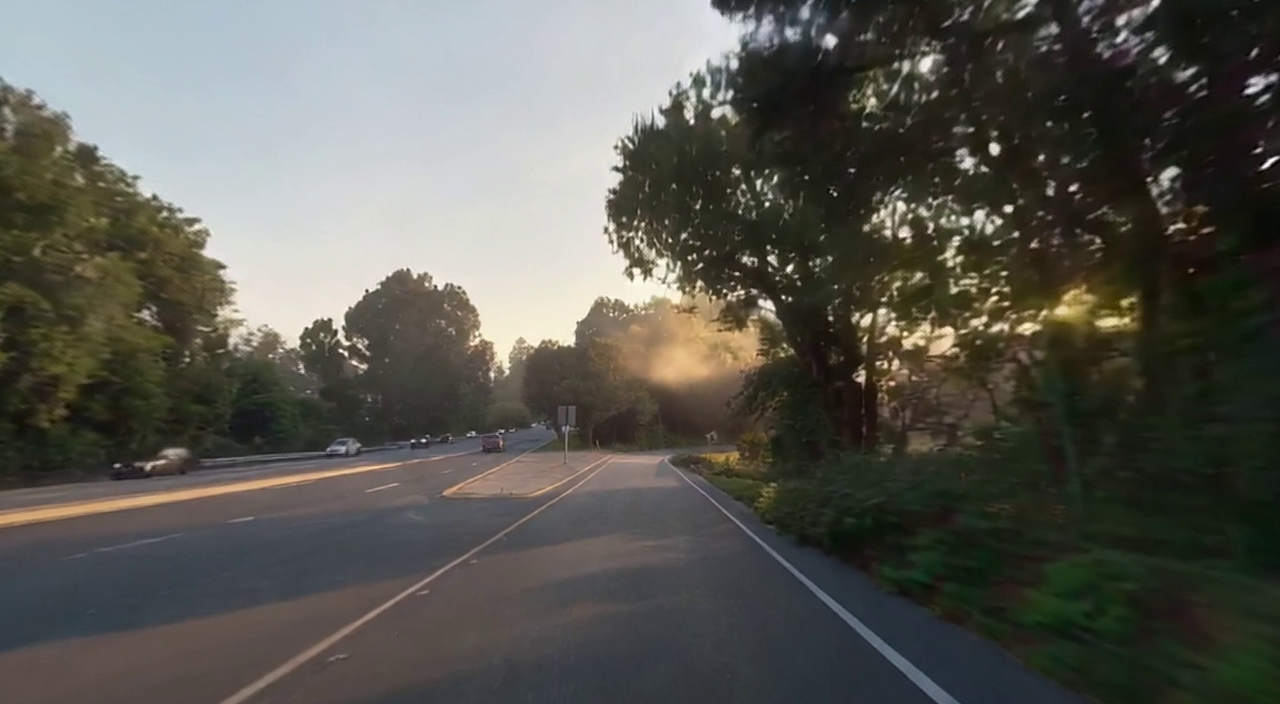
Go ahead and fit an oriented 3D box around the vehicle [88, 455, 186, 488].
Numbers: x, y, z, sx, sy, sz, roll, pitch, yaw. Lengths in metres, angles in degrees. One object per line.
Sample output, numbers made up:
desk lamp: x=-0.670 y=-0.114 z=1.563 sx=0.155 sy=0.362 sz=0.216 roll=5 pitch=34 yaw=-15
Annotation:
vehicle: x=-25.177 y=5.951 z=31.803 sx=1.985 sy=1.505 sz=3.701 roll=1 pitch=-9 yaw=-5
